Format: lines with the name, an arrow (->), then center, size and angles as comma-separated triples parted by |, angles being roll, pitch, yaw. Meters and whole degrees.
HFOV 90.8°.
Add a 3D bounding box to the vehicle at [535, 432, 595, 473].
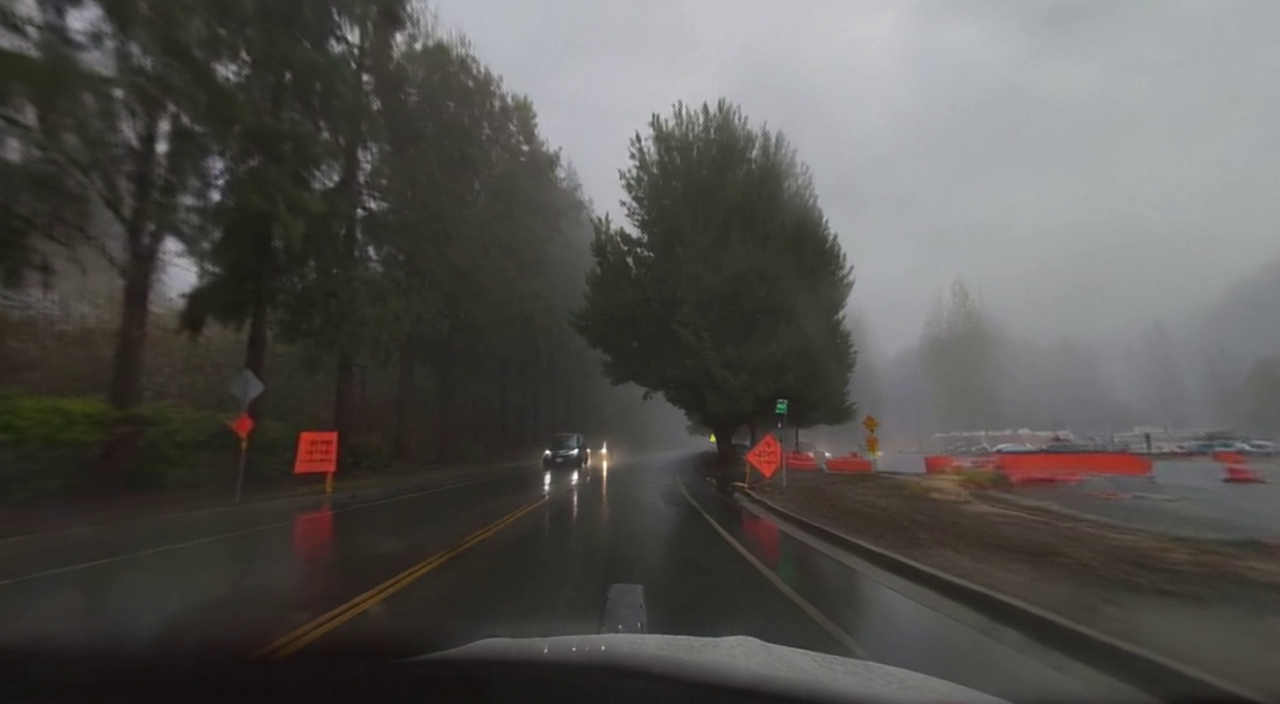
vehicle -> -3.755, 5.145, 32.509 | 2.119, 1.935, 4.881 | -1, -8, 4
